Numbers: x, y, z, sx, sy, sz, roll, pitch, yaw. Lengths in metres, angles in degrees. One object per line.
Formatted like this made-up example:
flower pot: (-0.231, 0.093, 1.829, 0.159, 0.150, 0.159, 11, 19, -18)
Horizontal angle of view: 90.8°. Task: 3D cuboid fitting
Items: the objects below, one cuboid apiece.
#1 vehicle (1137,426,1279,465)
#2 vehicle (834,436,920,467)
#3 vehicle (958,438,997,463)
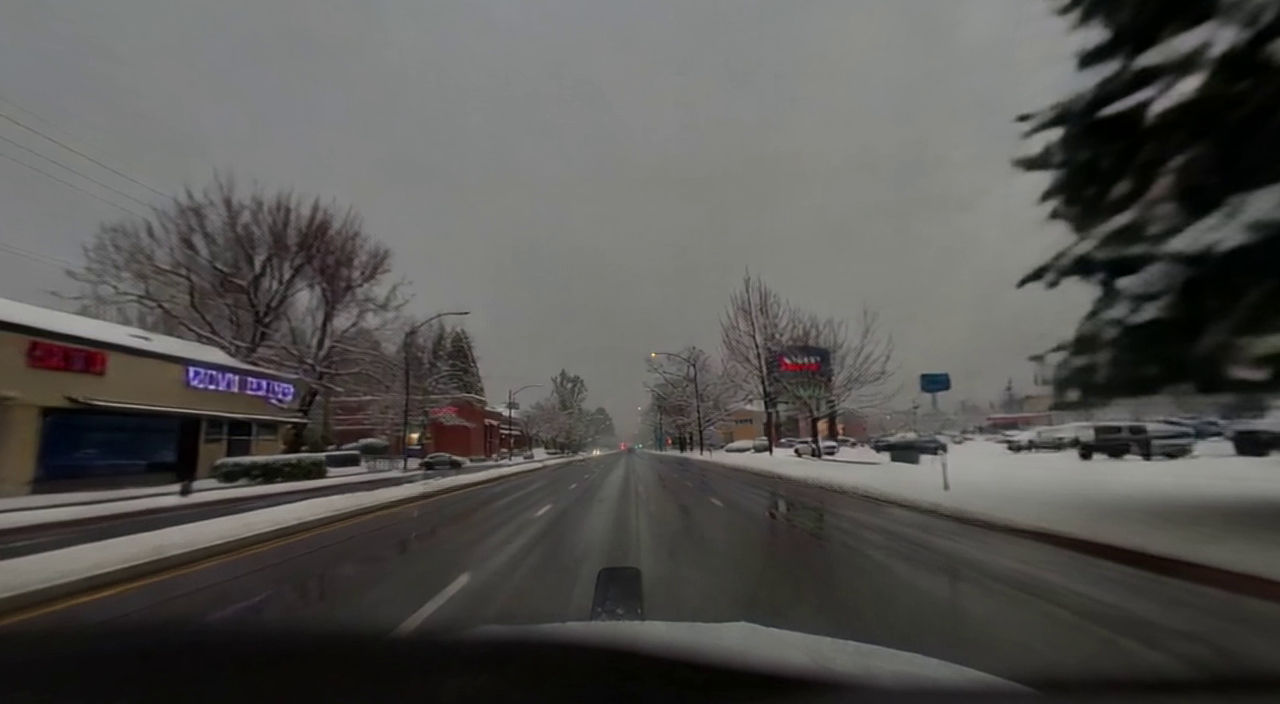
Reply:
vehicle: (23.288, 3.777, 25.645, 4.579, 1.482, 1.911, 0, -8, 0)
vehicle: (16.025, 6.758, 42.939, 4.914, 1.540, 2.200, -5, -8, 0)
vehicle: (20.741, 6.028, 38.820, 1.901, 1.461, 4.482, -5, -9, 28)
